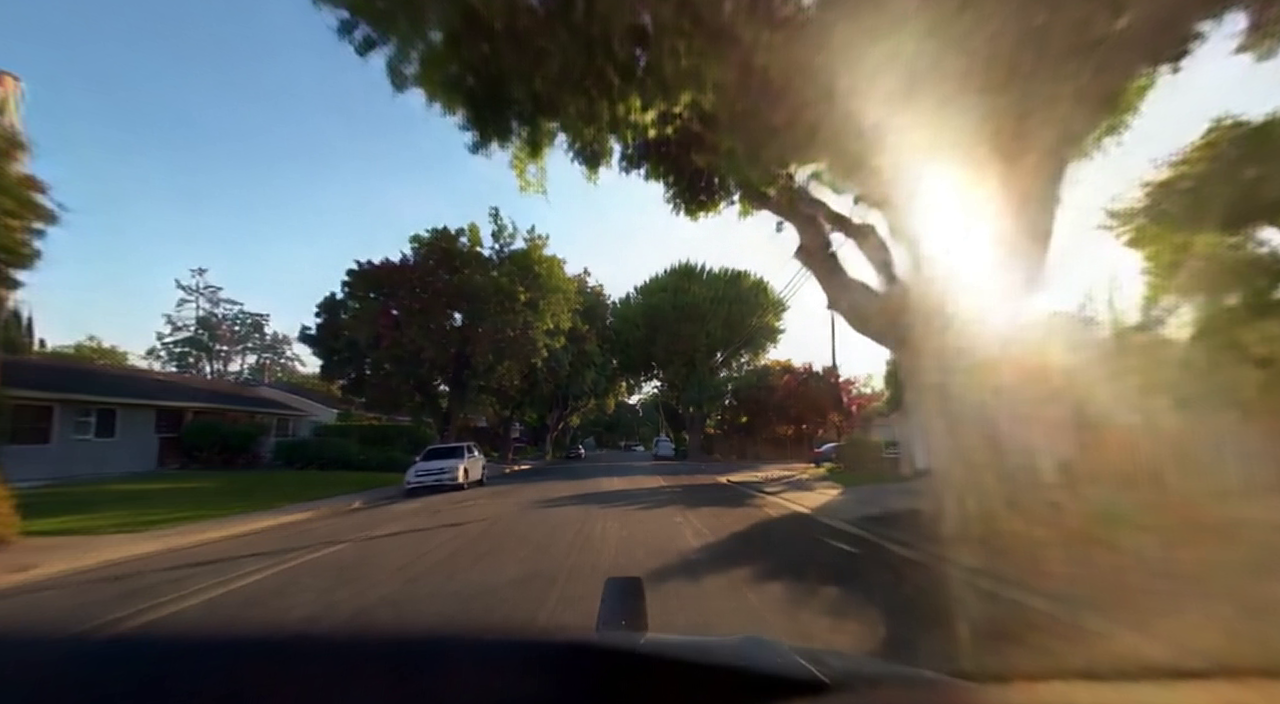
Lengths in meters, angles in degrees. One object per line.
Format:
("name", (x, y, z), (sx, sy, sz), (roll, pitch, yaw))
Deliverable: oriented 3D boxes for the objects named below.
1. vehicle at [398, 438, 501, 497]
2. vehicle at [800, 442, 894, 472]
("vehicle", (-6.103, 3.728, 20.703), (1.998, 1.742, 4.210), (0, -9, 1))
("vehicle", (12.171, 6.172, 37.058), (4.708, 1.527, 2.113), (0, -8, -10))
